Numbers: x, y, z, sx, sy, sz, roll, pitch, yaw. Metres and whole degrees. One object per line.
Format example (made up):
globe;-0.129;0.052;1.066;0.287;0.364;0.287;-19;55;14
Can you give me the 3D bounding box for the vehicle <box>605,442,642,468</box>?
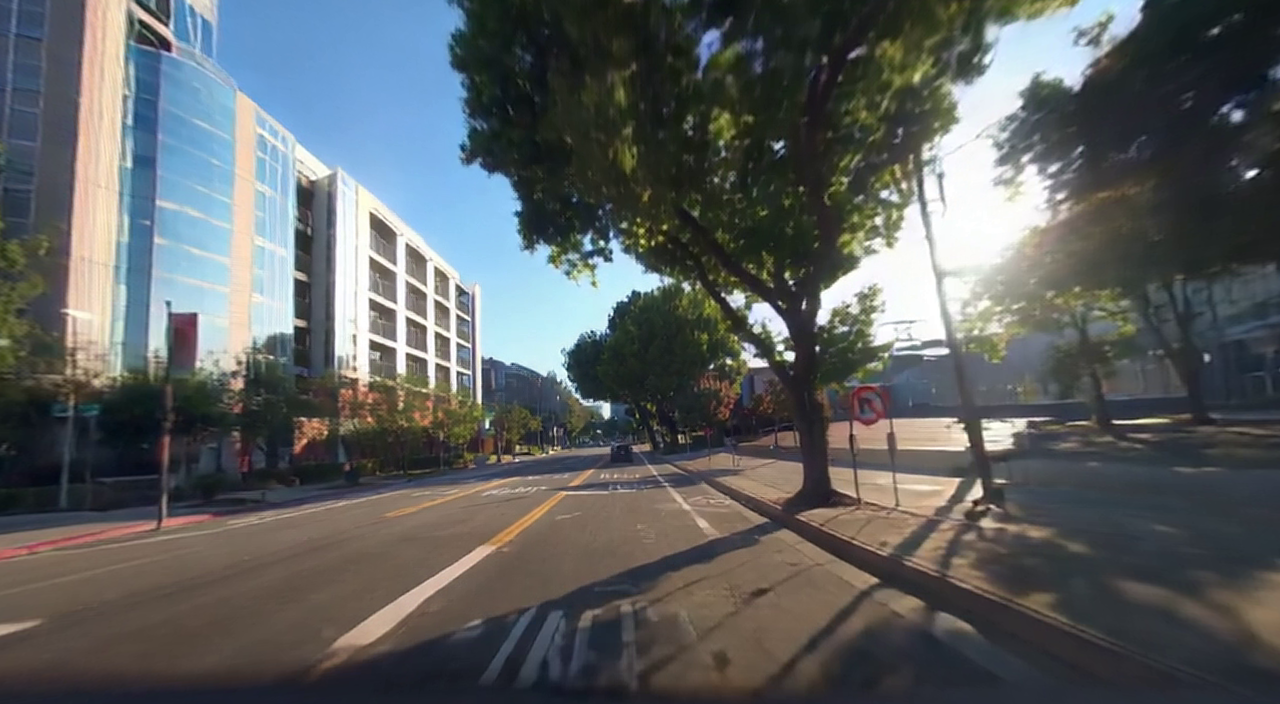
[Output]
vehicle;-1.018;6.309;38.996;2.131;1.474;4.146;0;-8;-1
